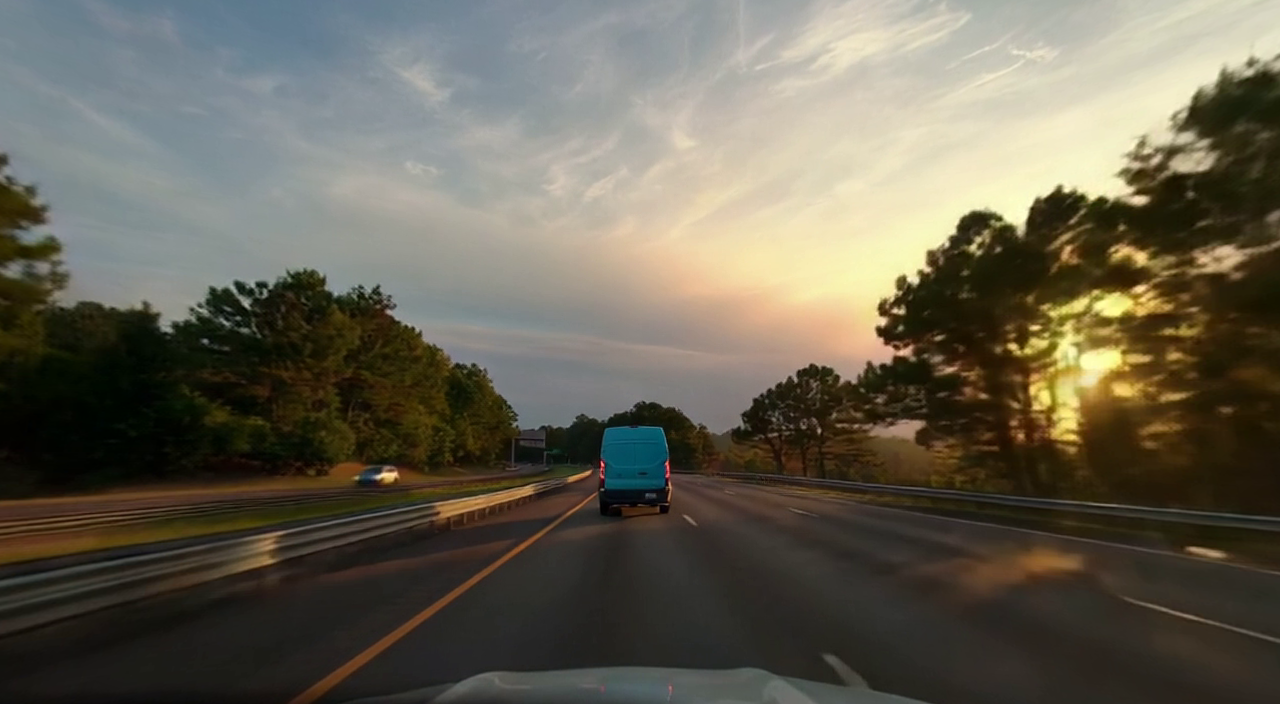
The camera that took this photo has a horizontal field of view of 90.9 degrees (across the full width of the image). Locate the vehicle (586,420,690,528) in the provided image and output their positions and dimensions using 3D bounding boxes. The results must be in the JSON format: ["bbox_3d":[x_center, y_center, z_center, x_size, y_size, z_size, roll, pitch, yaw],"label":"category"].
[{"bbox_3d":[-0.151,3.381,17.674,2.375,2.432,6.161,1,-10,-2],"label":"vehicle"}]
